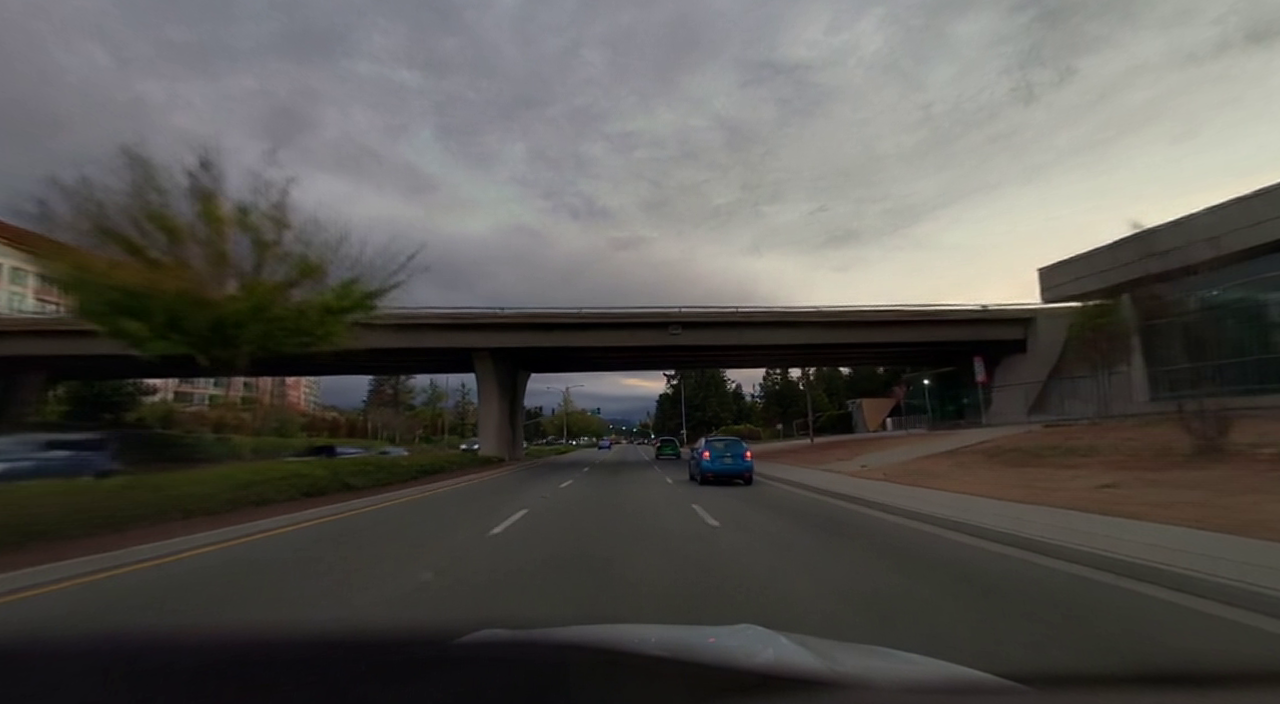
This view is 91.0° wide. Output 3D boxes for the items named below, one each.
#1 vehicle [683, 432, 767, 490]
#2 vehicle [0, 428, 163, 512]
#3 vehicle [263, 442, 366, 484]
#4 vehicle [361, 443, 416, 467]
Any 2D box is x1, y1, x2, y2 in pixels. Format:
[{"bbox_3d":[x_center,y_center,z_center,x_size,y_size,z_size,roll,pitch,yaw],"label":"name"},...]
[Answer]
[{"bbox_3d":[2.689,3.610,21.130,2.110,1.712,4.489,0,-9,-1],"label":"vehicle"},{"bbox_3d":[-16.194,3.085,16.885,2.243,1.952,5.838,0,-9,-1],"label":"vehicle"},{"bbox_3d":[-12.970,4.431,25.459,1.844,1.514,4.386,0,-9,0],"label":"vehicle"},{"bbox_3d":[-16.620,6.831,41.833,1.883,1.506,4.535,0,-9,-1],"label":"vehicle"}]
